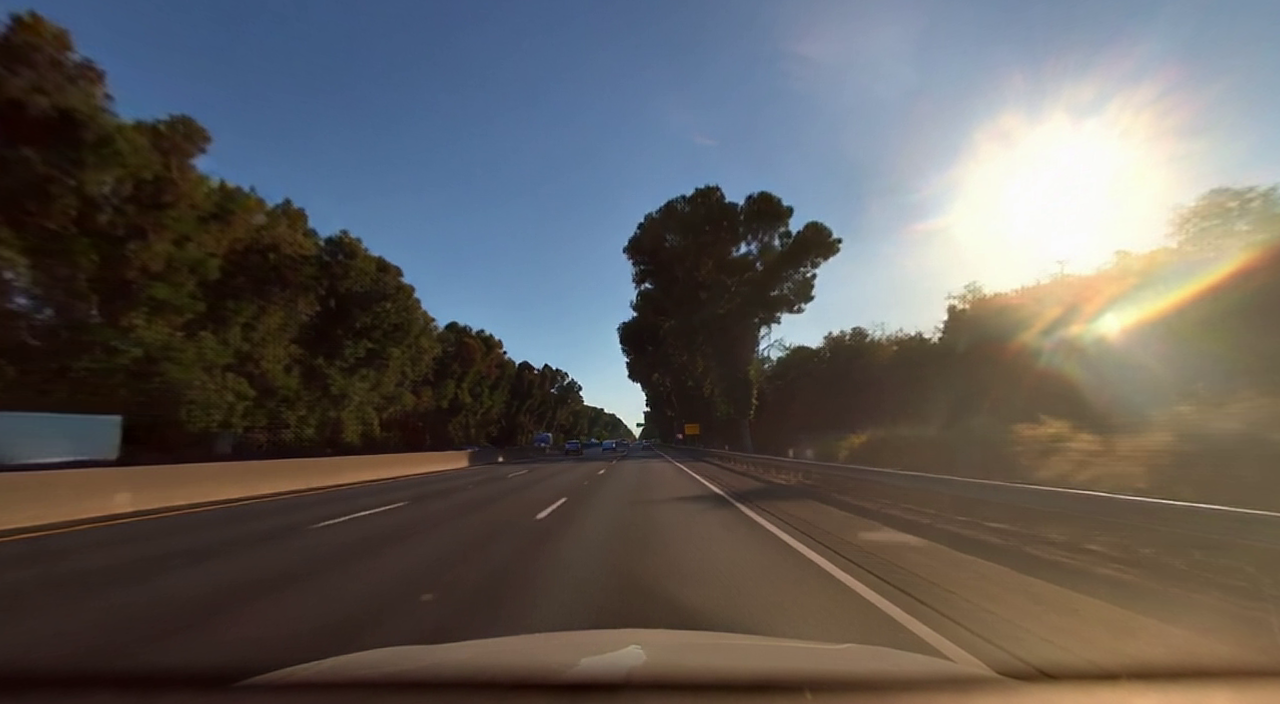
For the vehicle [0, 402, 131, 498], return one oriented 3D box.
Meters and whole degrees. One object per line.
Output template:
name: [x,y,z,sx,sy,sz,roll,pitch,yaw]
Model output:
vehicle: [-23.467,3.613,23.346,2.770,3.292,7.462,0,-8,1]
